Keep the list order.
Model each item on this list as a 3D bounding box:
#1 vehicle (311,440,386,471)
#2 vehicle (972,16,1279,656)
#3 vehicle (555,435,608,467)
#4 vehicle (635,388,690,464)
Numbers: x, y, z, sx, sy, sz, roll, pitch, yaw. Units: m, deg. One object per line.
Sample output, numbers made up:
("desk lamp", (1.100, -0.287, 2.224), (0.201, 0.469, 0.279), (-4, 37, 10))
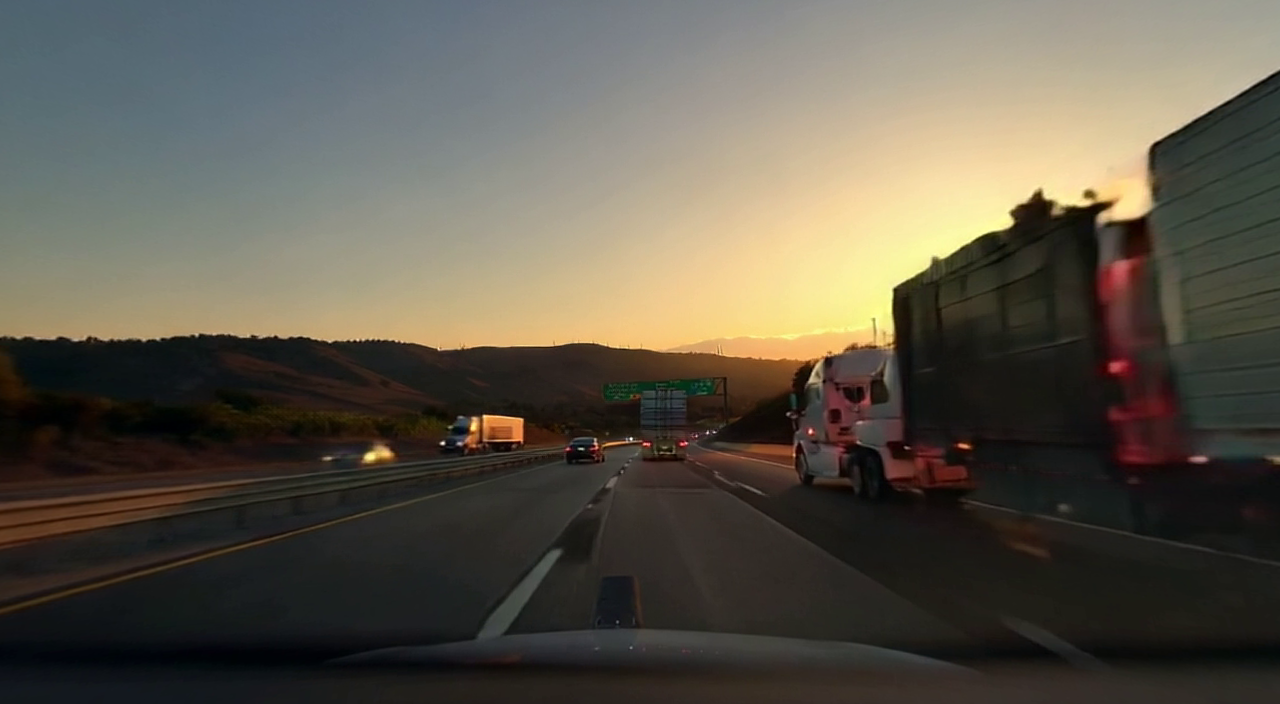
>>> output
("vehicle", (-14.700, 5.206, 32.023), (1.924, 1.440, 3.790), (0, -8, 1))
("vehicle", (5.468, -0.188, 3.316), (2.873, 3.998, 8.286), (0, -8, 0))
("vehicle", (-2.976, 5.182, 33.319), (2.208, 1.542, 5.138), (0, -8, 1))
("vehicle", (1.364, 4.864, 40.682), (2.966, 4.072, 13.408), (0, -8, 1))
